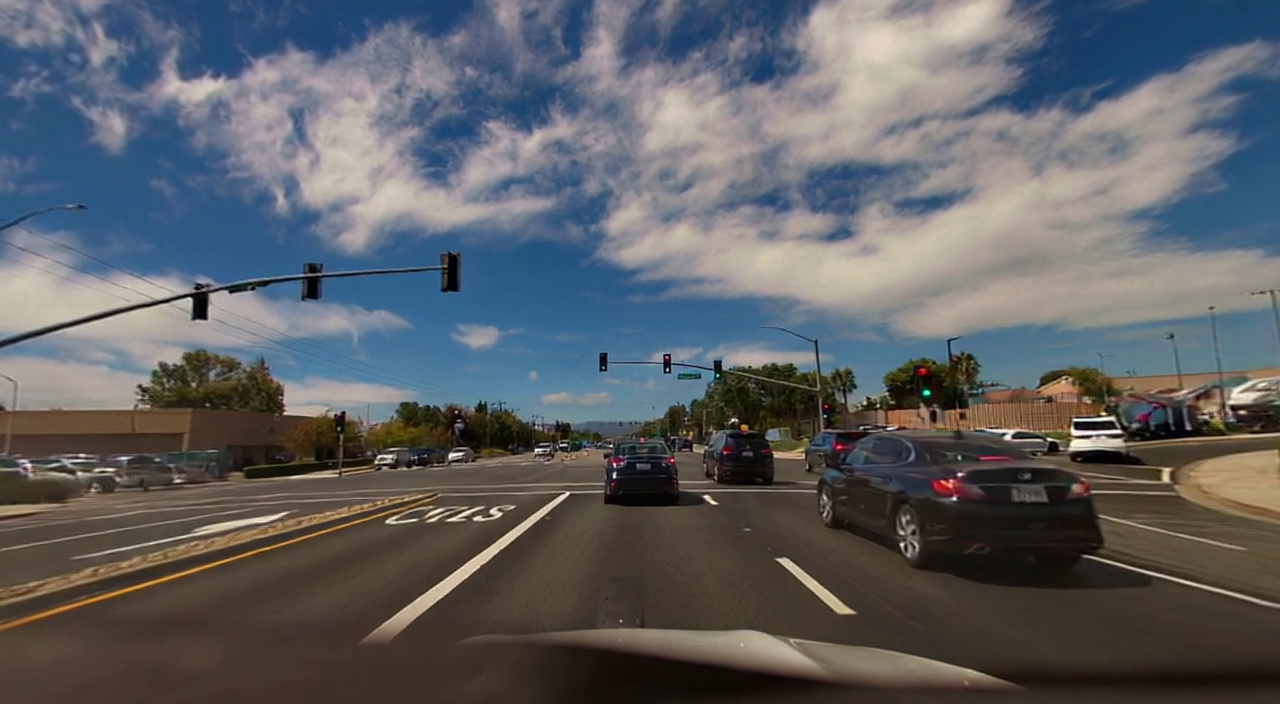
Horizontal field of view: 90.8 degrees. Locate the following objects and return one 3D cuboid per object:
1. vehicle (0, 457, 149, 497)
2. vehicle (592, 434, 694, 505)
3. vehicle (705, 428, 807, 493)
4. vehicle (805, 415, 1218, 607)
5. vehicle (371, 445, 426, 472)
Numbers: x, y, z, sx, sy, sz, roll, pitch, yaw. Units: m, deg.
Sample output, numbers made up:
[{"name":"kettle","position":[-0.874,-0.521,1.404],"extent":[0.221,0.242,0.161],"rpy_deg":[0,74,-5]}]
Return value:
[{"name":"vehicle","position":[-26.212,5.786,29.418],"extent":[4.780,1.669,2.232],"rpy_deg":[0,-8,-2]},{"name":"vehicle","position":[0.009,2.767,15.339],"extent":[2.135,1.468,4.076],"rpy_deg":[0,-8,-1]},{"name":"vehicle","position":[3.191,3.103,18.421],"extent":[1.973,1.633,4.717],"rpy_deg":[0,-8,-1]},{"name":"vehicle","position":[3.513,1.584,7.299],"extent":[1.889,1.473,4.643],"rpy_deg":[0,-8,-1]},{"name":"vehicle","position":[-18.806,8.306,49.573],"extent":[2.324,1.911,5.610],"rpy_deg":[0,-8,-3]}]
